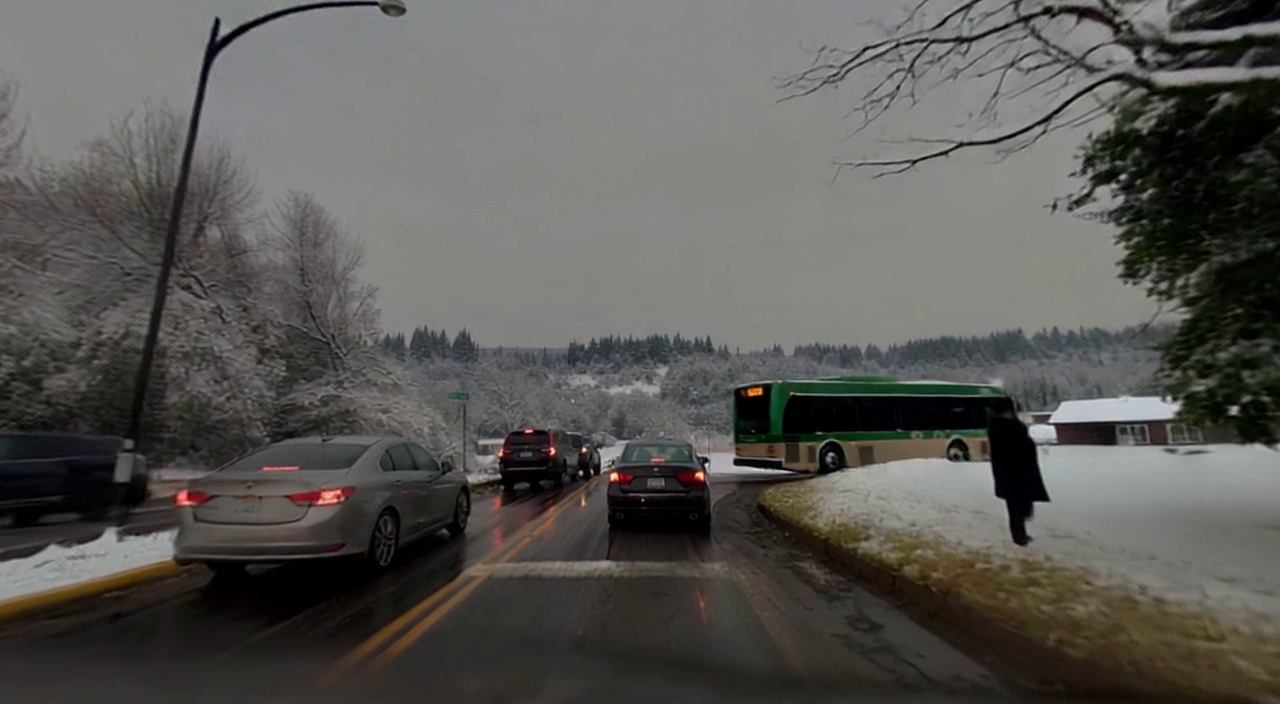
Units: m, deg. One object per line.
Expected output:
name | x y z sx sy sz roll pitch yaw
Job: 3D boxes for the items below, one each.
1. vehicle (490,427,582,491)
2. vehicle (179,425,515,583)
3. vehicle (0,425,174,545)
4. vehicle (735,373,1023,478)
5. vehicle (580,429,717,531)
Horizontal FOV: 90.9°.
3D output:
vehicle | -3.104 3.315 19.904 2.017 1.761 4.572 0 -8 2
vehicle | -3.289 1.789 8.348 1.953 1.480 4.522 -1 -8 5
vehicle | -9.918 2.017 9.865 2.086 1.656 4.010 0 -8 1
vehicle | 8.650 2.713 22.781 9.977 3.303 2.948 3 -9 -19
vehicle | 0.200 2.184 11.290 2.020 1.478 3.922 -1 -8 2
